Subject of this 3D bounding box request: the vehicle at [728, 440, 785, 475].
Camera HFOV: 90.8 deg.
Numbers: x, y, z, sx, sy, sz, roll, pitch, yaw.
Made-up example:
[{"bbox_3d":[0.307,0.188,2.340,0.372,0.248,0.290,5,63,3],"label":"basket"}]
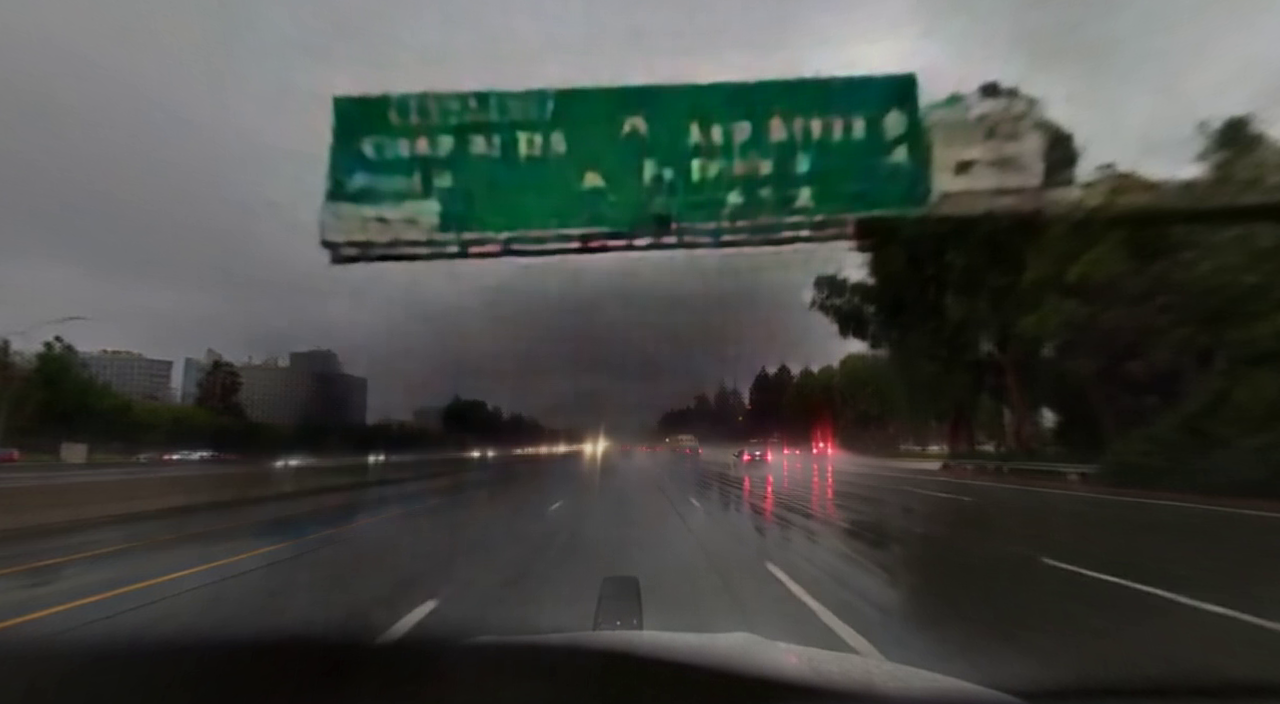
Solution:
[{"bbox_3d":[6.068,5.528,33.340,2.030,1.706,4.279,0,-9,-2],"label":"vehicle"}]
